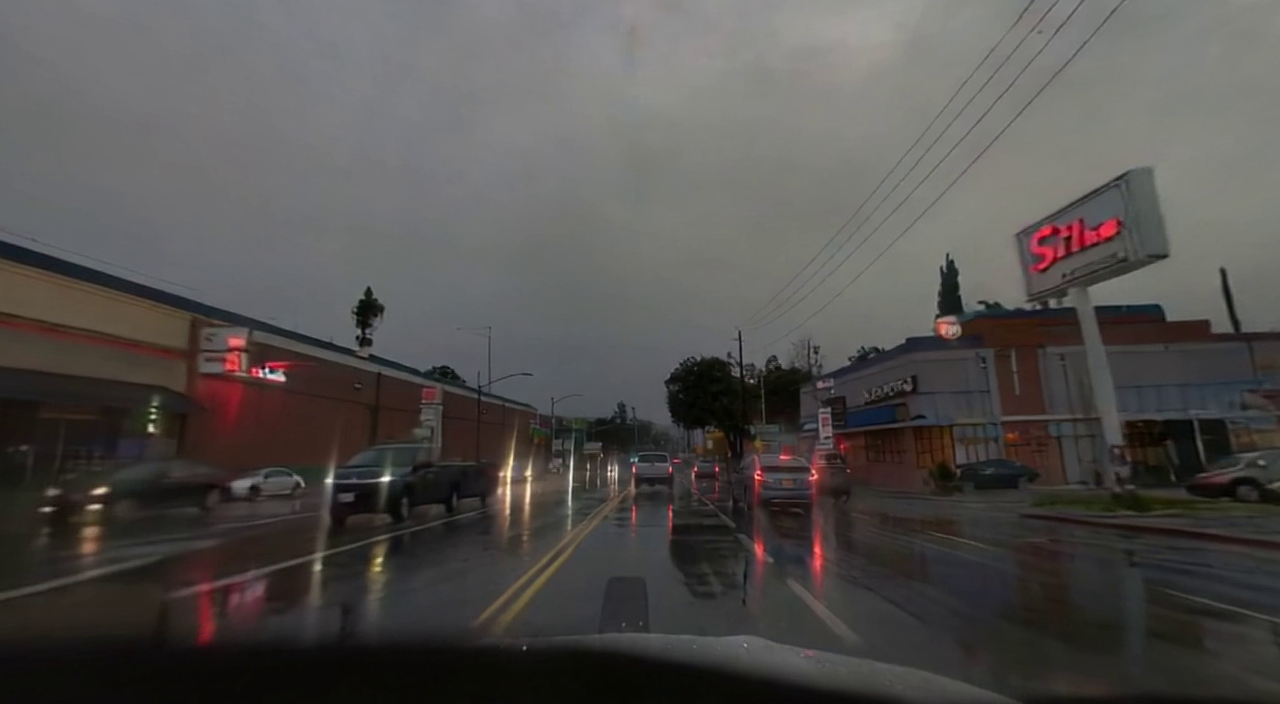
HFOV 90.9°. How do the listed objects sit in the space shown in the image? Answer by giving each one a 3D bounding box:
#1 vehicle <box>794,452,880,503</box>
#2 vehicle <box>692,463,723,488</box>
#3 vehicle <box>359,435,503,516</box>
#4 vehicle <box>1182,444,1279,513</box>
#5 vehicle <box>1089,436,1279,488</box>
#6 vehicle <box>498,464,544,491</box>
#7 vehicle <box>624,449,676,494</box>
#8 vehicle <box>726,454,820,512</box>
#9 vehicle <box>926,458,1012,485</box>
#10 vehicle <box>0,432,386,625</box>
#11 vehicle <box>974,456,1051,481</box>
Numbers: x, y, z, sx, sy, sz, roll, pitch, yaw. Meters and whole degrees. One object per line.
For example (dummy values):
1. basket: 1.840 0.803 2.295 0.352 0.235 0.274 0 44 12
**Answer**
1. vehicle: 7.592 4.841 24.835 2.040 1.738 4.414 0 -8 1
2. vehicle: 5.316 9.768 49.993 2.036 1.719 4.318 0 -8 1
3. vehicle: -5.103 3.058 16.146 2.180 1.646 4.467 -3 -9 0
4. vehicle: 16.480 3.266 16.747 4.595 1.523 2.293 6 -10 -39
5. vehicle: 20.908 4.293 24.526 5.333 1.796 2.333 -8 -12 36
6. vehicle: -7.899 8.368 42.310 1.906 1.519 4.797 0 -8 2
7. vehicle: 0.508 5.486 29.328 2.210 1.861 4.280 0 -8 2
8. vehicle: 3.929 3.923 19.444 1.963 1.484 4.609 0 -8 1
9. vehicle: 22.635 8.230 43.528 4.718 1.628 2.008 -3 -9 5
10. vehicle: -5.083 1.835 7.826 2.041 1.494 4.647 -2 -6 -1
11. vehicle: 29.075 9.114 49.354 4.538 1.836 2.180 0 -9 2
